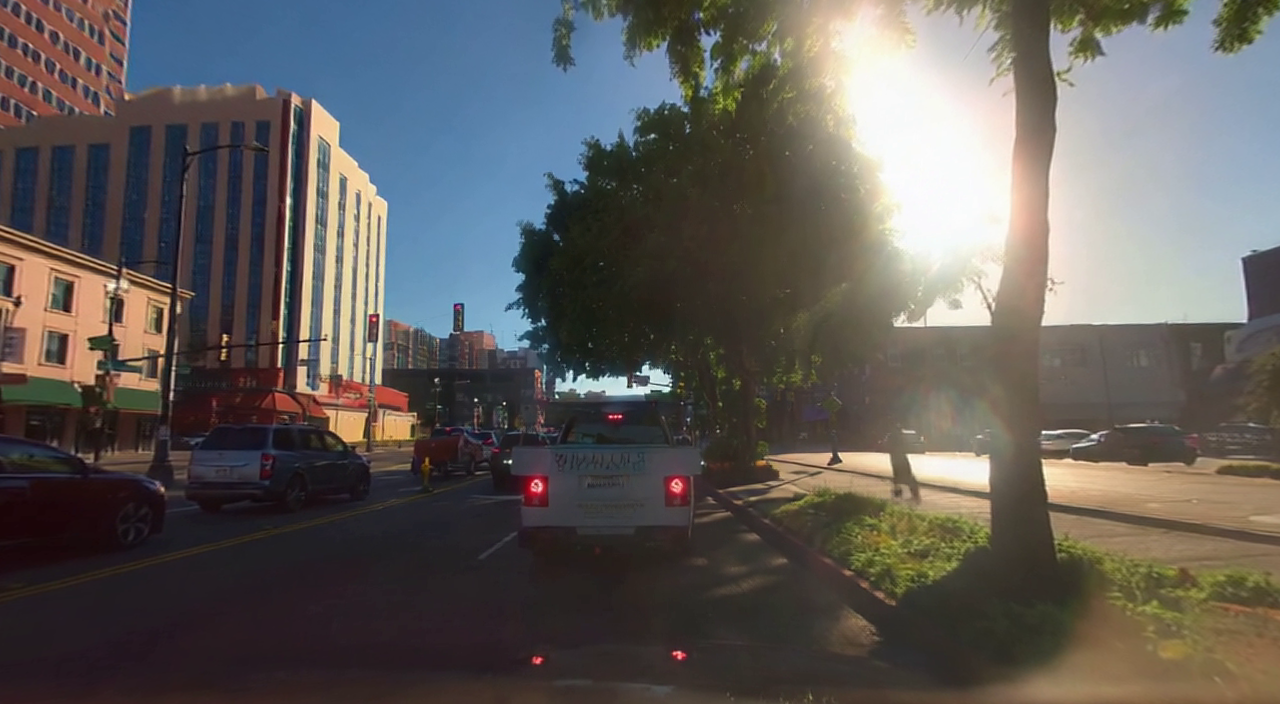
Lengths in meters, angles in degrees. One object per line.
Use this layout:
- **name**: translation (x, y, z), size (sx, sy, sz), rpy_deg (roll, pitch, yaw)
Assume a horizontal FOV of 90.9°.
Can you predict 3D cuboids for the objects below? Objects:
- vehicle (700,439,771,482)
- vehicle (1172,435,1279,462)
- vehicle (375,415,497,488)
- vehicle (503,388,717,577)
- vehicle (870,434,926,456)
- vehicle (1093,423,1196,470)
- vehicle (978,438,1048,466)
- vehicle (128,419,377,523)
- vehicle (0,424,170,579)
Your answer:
- **vehicle**: translation (3.439, 3.994, 23.543), size (2.023, 1.441, 4.240), rpy_deg (0, -8, 1)
- **vehicle**: translation (29.687, 4.863, 31.720), size (4.176, 1.313, 1.719), rpy_deg (0, -8, 2)
- **vehicle**: translation (-6.475, 3.244, 20.694), size (2.496, 2.112, 4.351), rpy_deg (0, -8, 0)
- **vehicle**: translation (-0.302, 1.579, 8.321), size (2.064, 1.817, 4.298), rpy_deg (0, -8, 0)
- **vehicle**: translation (20.114, 7.224, 49.071), size (4.361, 1.653, 2.034), rpy_deg (6, -10, -36)
- **vehicle**: translation (19.264, 3.588, 24.033), size (4.156, 1.622, 1.924), rpy_deg (6, -10, -36)
- **vehicle**: translation (20.118, 5.348, 33.962), size (3.836, 1.443, 1.694), rpy_deg (5, -10, -35)
- **vehicle**: translation (-7.157, 2.236, 12.385), size (1.941, 1.655, 4.503), rpy_deg (0, -8, 1)
- **vehicle**: translation (-6.964, 1.400, 5.848), size (1.831, 1.451, 4.382), rpy_deg (0, -8, -1)
